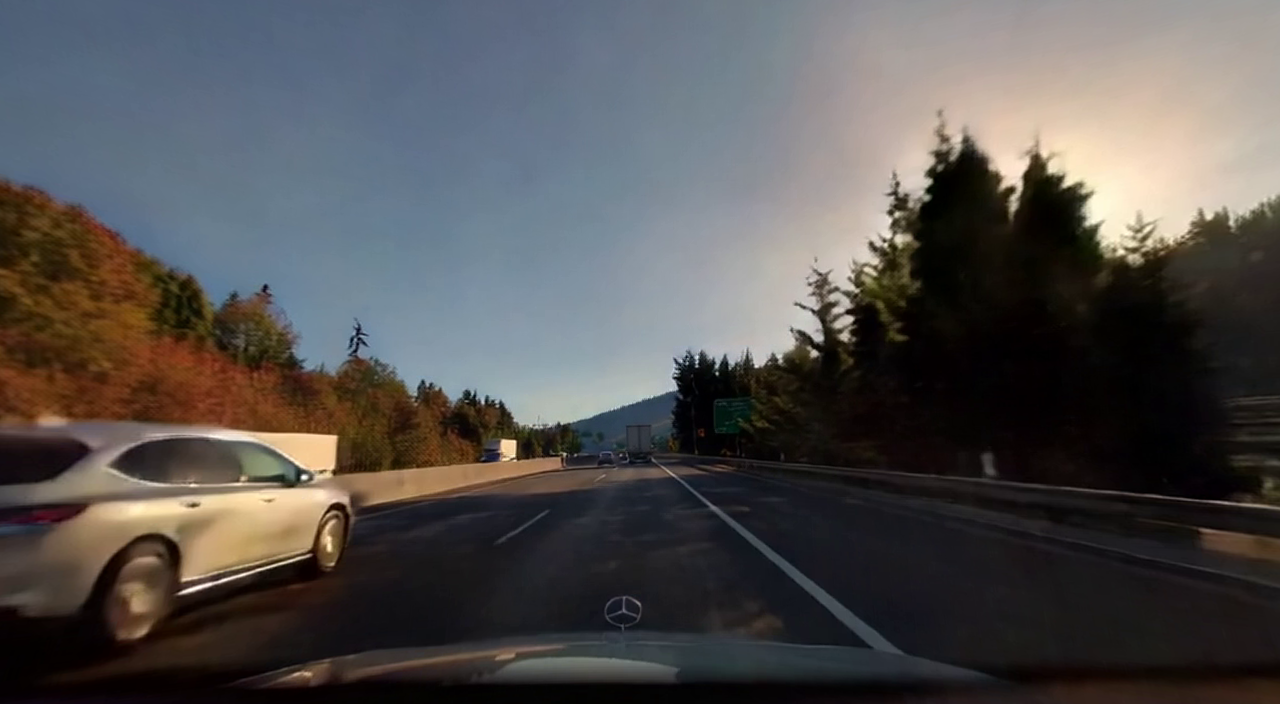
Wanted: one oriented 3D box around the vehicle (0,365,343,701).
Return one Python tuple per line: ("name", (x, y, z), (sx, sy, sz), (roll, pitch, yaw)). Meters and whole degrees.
("vehicle", (-4.581, 1.255, 5.067), (2.079, 1.845, 4.654), (0, -9, 0))
